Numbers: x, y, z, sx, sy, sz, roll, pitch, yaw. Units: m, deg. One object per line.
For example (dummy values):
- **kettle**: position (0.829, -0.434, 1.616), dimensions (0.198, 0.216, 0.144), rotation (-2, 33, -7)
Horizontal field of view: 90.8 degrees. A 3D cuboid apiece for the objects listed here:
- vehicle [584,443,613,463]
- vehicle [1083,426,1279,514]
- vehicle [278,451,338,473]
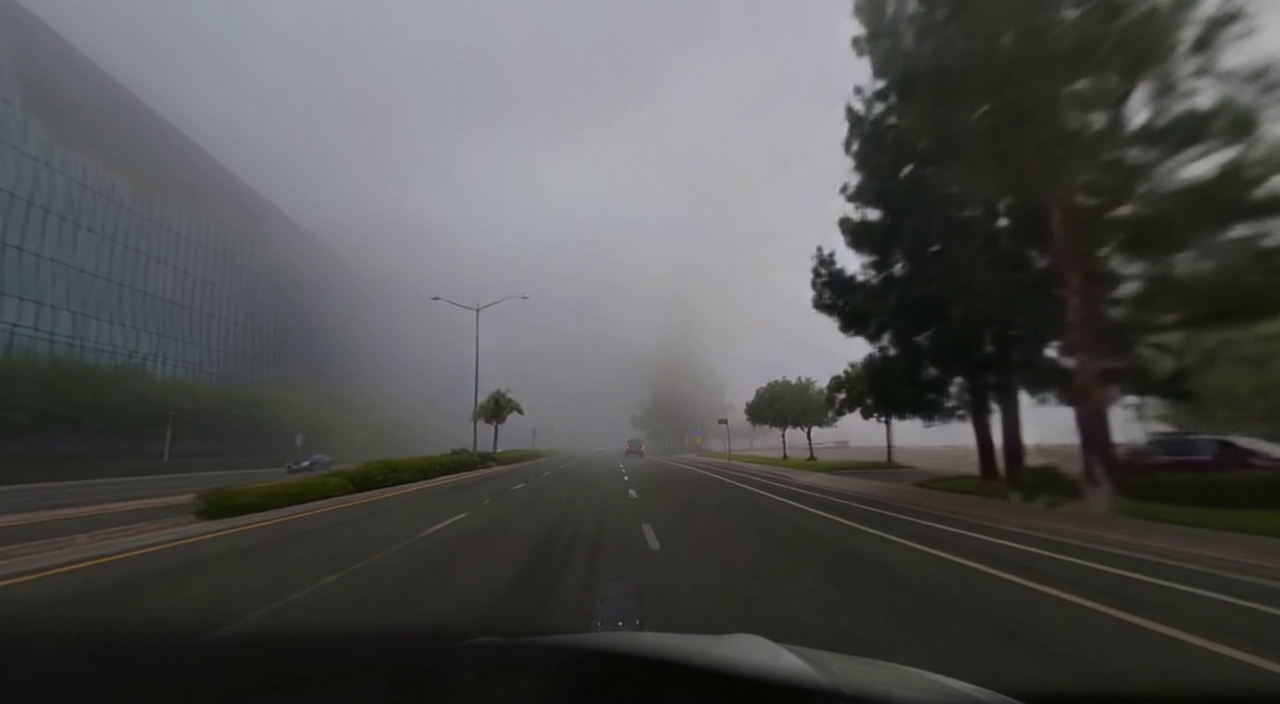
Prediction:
- **vehicle**: position (-3.117, 7.536, 47.358), dimensions (2.080, 1.445, 4.096), rotation (0, -8, -3)
- **vehicle**: position (12.360, 2.458, 13.723), dimensions (2.024, 1.575, 4.498), rotation (0, -8, -3)
- **vehicle**: position (-23.956, 7.920, 45.744), dimensions (1.862, 1.489, 4.780), rotation (0, -8, -2)
